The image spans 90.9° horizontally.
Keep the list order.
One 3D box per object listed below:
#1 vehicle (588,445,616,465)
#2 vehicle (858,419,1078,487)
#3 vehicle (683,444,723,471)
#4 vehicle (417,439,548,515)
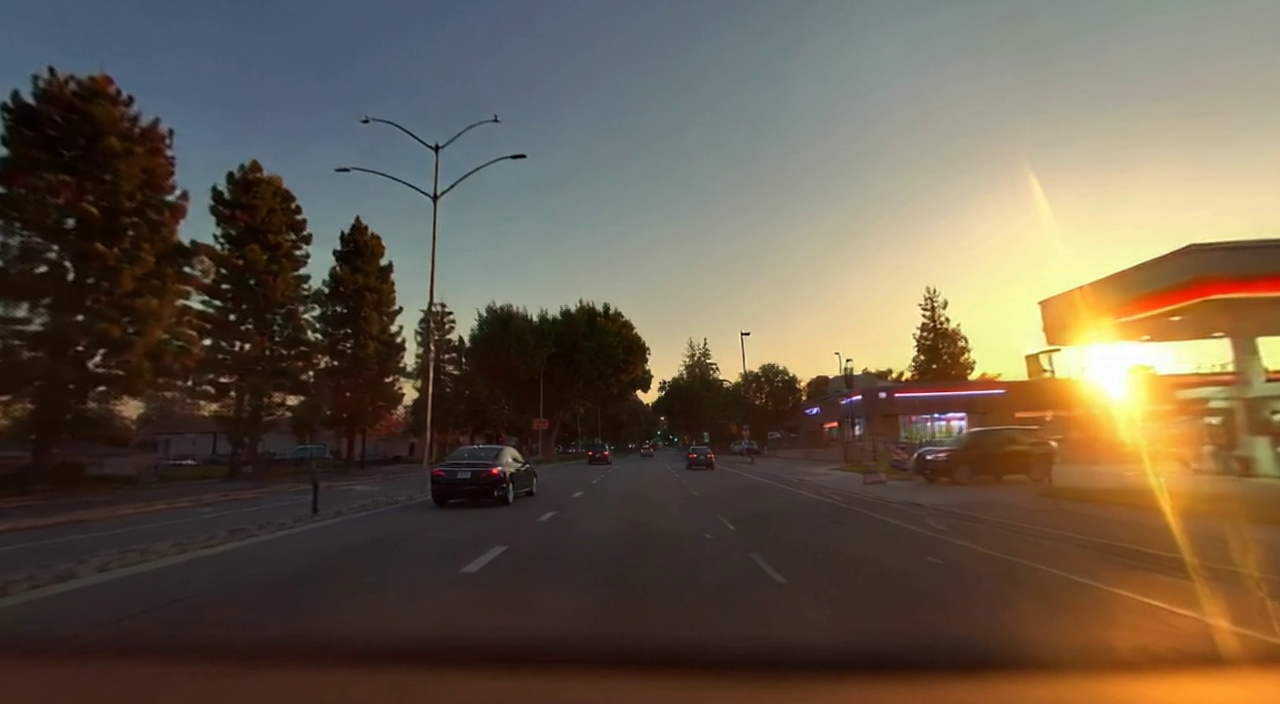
[{"bbox_3d":[-2.953,8.017,49.300,1.841,1.474,4.038,0,-8,1],"label":"vehicle"},{"bbox_3d":[10.712,3.373,21.035,5.931,1.872,2.264,-3,-9,3],"label":"vehicle"},{"bbox_3d":[3.635,6.146,36.894,1.883,1.465,3.975,0,-8,0],"label":"vehicle"},{"bbox_3d":[-3.417,2.782,14.597,1.803,1.463,4.422,0,-8,1],"label":"vehicle"}]
